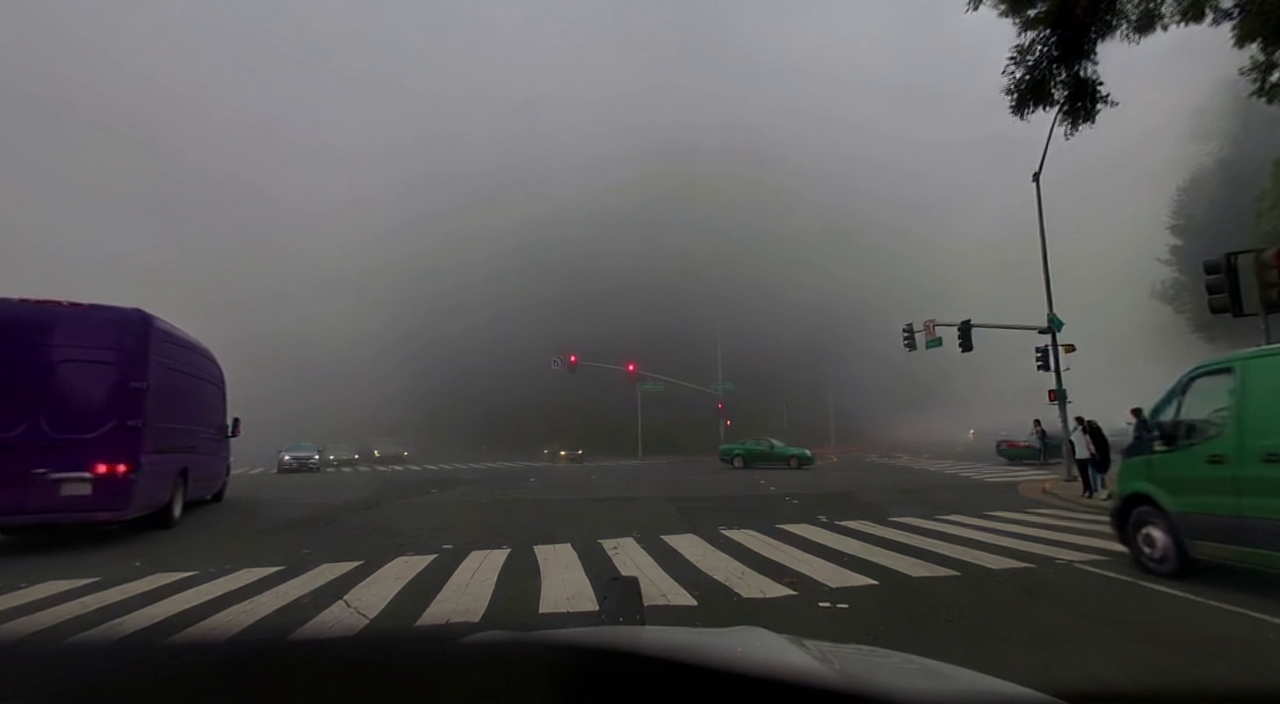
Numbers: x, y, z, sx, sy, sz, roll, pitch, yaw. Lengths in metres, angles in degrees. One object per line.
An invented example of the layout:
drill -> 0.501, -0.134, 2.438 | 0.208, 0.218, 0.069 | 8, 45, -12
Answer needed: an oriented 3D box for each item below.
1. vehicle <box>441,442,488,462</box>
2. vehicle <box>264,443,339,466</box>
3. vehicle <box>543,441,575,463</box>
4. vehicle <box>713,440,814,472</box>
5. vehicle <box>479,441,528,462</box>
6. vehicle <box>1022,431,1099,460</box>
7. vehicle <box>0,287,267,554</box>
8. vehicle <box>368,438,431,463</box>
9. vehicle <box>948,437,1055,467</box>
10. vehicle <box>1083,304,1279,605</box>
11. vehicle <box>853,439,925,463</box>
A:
vehicle -> -13.199, 7.592, 47.843 | 1.845, 1.426, 4.289 | -1, -9, 8
vehicle -> -21.843, 6.639, 40.973 | 1.859, 1.415, 4.591 | -1, -9, 8
vehicle -> -5.662, 7.001, 44.301 | 2.086, 1.487, 4.846 | 1, -9, -7
vehicle -> 5.970, 4.998, 30.518 | 4.487, 1.415, 1.911 | -3, -9, 20
vehicle -> -10.160, 7.465, 47.382 | 2.097, 1.484, 4.596 | -1, -9, 8
vehicle -> 28.290, 6.290, 42.490 | 4.662, 1.840, 2.055 | 4, -10, -26
vehicle -> -8.972, 1.216, 10.853 | 3.112, 3.230, 6.726 | 3, -8, -20
vehicle -> -17.399, 7.153, 45.984 | 2.189, 1.753, 4.785 | -1, -9, 8
vehicle -> 19.067, 5.254, 33.341 | 4.911, 1.504, 2.109 | 3, -9, -20
vehicle -> 6.586, 0.784, 4.828 | 2.332, 2.511, 5.326 | 0, -9, -2
vehicle -> 17.244, 6.838, 43.733 | 4.524, 1.560, 2.052 | 4, -10, -28
